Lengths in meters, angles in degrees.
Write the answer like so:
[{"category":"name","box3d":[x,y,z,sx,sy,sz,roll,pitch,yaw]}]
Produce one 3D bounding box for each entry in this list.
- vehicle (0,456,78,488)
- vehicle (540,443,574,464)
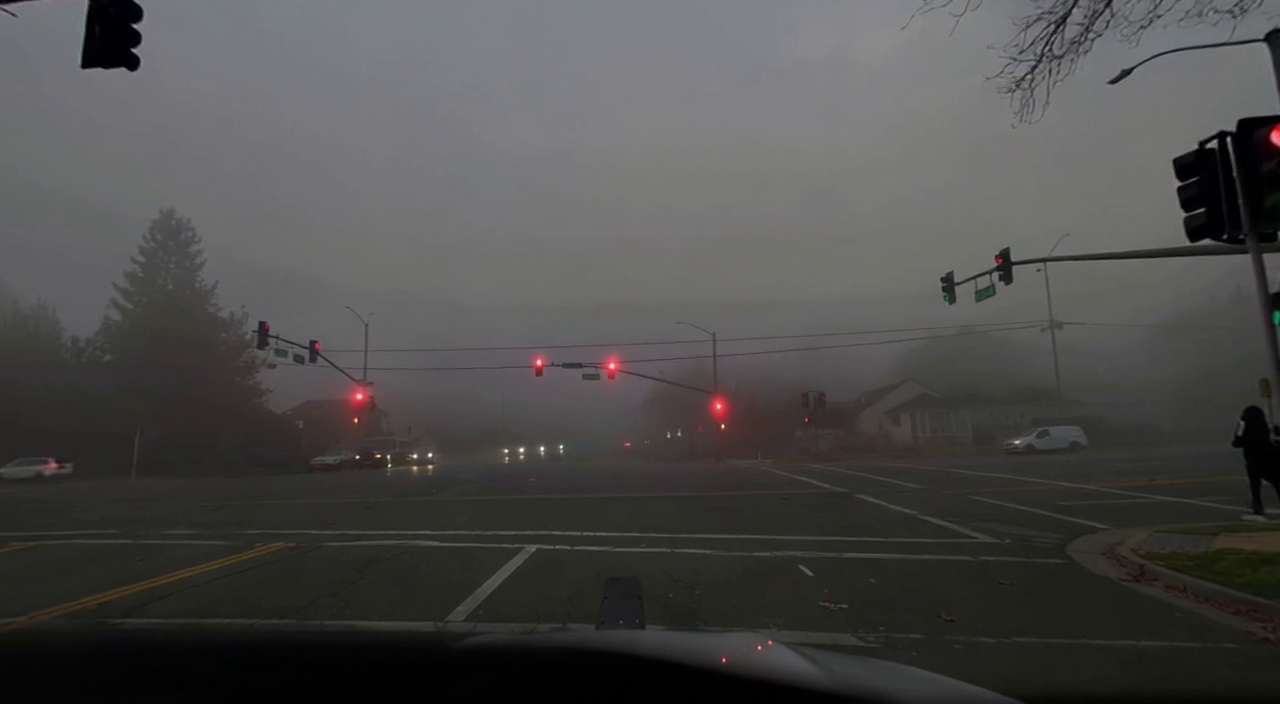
[{"category":"vehicle","box3d":[-35.333,6.813,36.057,4.706,1.710,1.932,-1,-8,4]},{"category":"vehicle","box3d":[-6.114,7.524,47.050,1.936,1.444,4.168,0,-8,0]}]
